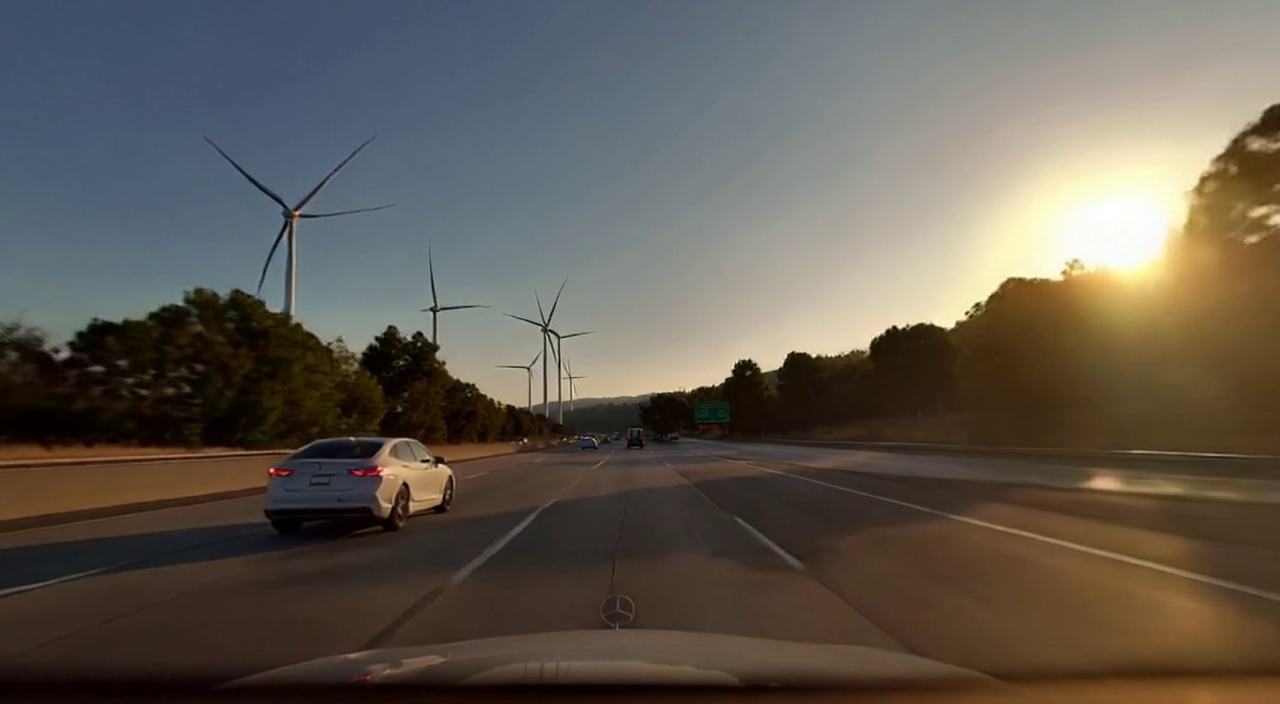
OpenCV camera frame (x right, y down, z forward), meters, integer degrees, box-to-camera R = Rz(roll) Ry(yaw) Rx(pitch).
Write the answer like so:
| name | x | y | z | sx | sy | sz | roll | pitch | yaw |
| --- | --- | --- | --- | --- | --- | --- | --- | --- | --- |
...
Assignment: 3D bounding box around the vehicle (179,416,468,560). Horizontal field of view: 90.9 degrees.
| name | x | y | z | sx | sy | sz | roll | pitch | yaw |
| --- | --- | --- | --- | --- | --- | --- | --- | --- | --- |
| vehicle | -3.915 | 1.722 | 8.734 | 1.950 | 1.511 | 3.965 | 0 | -8 | -1 |
